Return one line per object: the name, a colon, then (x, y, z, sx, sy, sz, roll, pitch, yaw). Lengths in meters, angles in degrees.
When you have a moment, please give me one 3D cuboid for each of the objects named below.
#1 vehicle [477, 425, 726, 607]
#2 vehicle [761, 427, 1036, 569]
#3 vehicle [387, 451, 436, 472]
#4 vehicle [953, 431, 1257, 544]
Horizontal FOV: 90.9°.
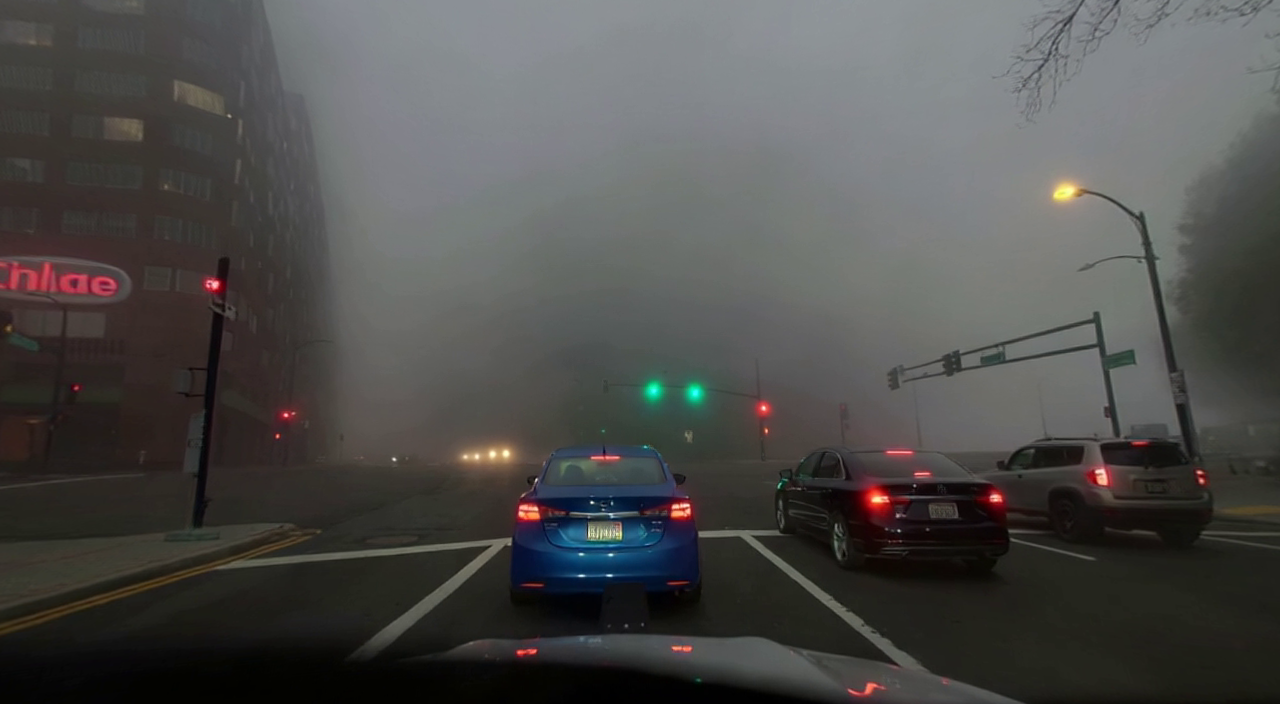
vehicle: (-0.368, 1.655, 7.287, 2.059, 1.477, 3.988, 0, -8, -1)
vehicle: (3.215, 1.889, 8.969, 2.042, 1.508, 4.109, 0, -8, -2)
vehicle: (-17.098, 8.189, 47.381, 2.048, 1.463, 4.530, 0, -8, -1)
vehicle: (7.443, 2.165, 10.785, 1.908, 1.517, 4.182, 0, -8, -1)
